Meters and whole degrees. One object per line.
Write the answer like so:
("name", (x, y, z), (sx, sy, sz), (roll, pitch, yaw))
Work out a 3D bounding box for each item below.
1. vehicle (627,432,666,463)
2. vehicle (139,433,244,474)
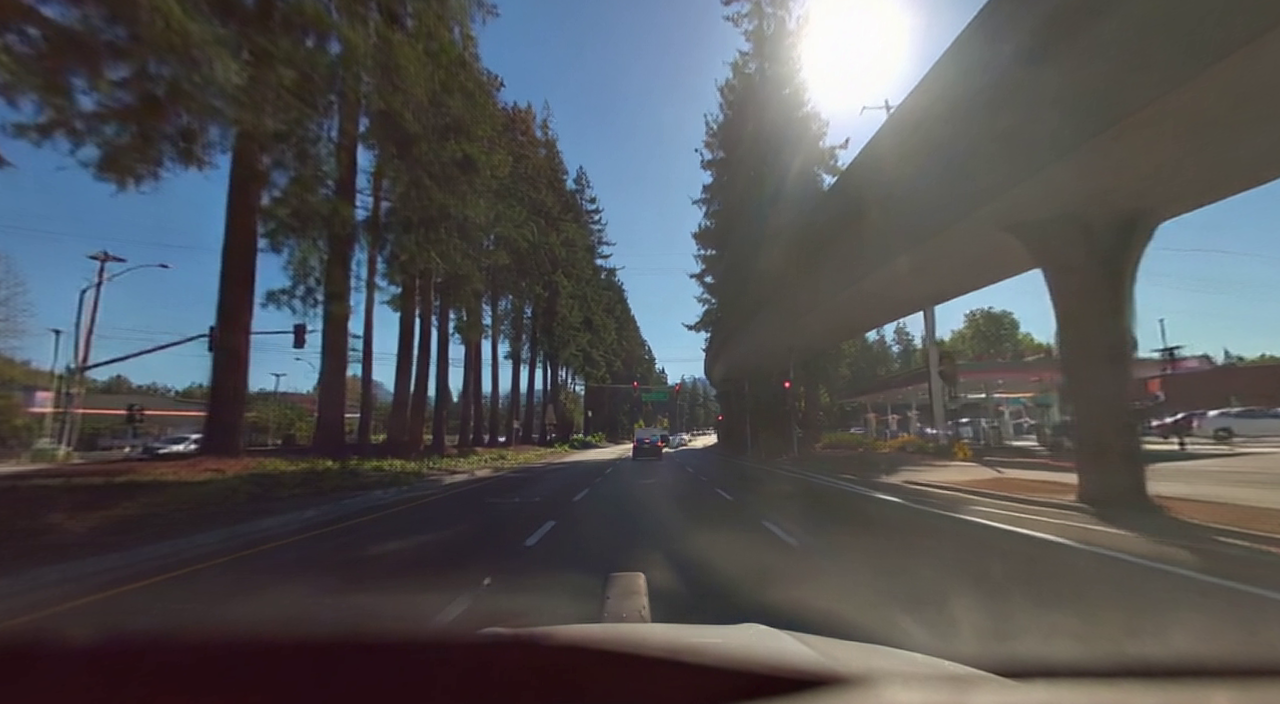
("vehicle", (0.337, 5.442, 35.880), (2.074, 1.631, 3.793), (0, -8, 0))
("vehicle", (-23.183, 5.282, 32.741), (2.026, 1.965, 4.674), (0, -8, -1))
